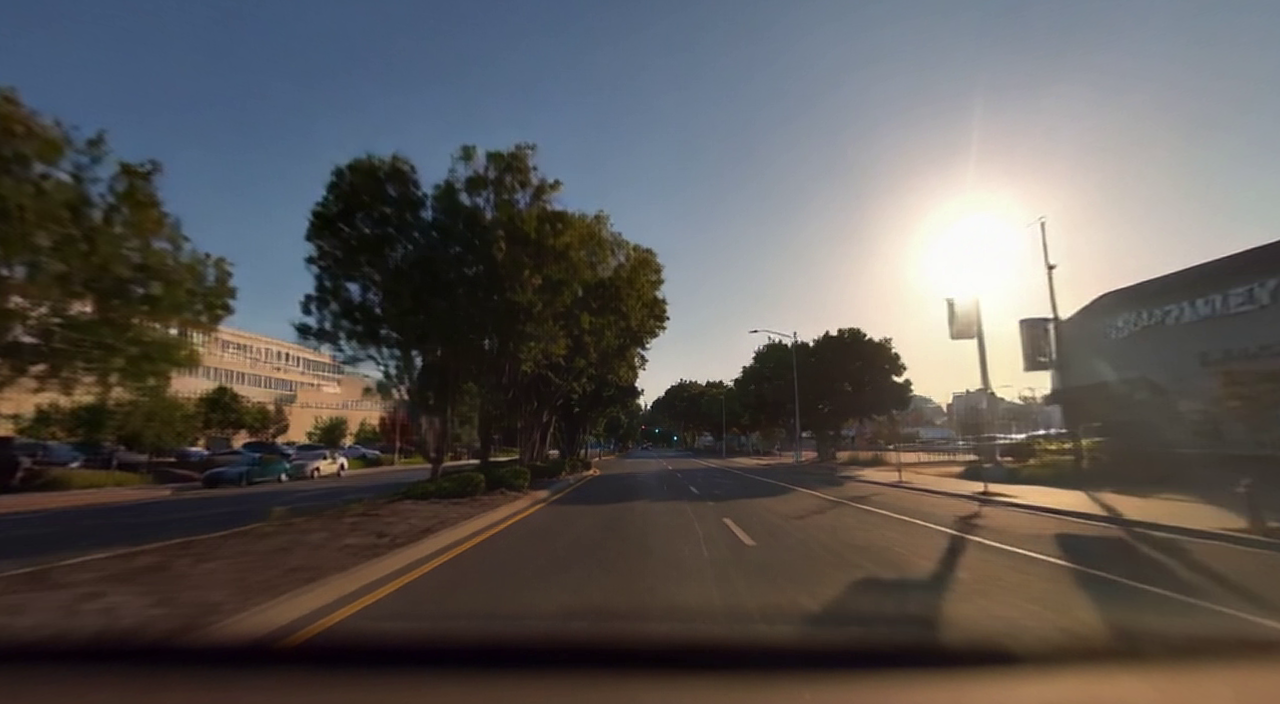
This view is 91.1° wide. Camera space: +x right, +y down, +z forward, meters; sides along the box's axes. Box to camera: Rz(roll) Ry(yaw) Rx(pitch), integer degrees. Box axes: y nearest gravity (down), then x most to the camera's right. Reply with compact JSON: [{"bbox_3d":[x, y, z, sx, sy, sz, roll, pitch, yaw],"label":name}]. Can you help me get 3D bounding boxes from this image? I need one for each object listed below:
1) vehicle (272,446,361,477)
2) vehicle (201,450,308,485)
[{"bbox_3d":[-18.712,6.318,36.671,2.177,1.656,5.516,0,-9,2],"label":"vehicle"},{"bbox_3d":[-18.810,5.613,30.961,2.034,1.562,4.828,0,-9,3],"label":"vehicle"}]
